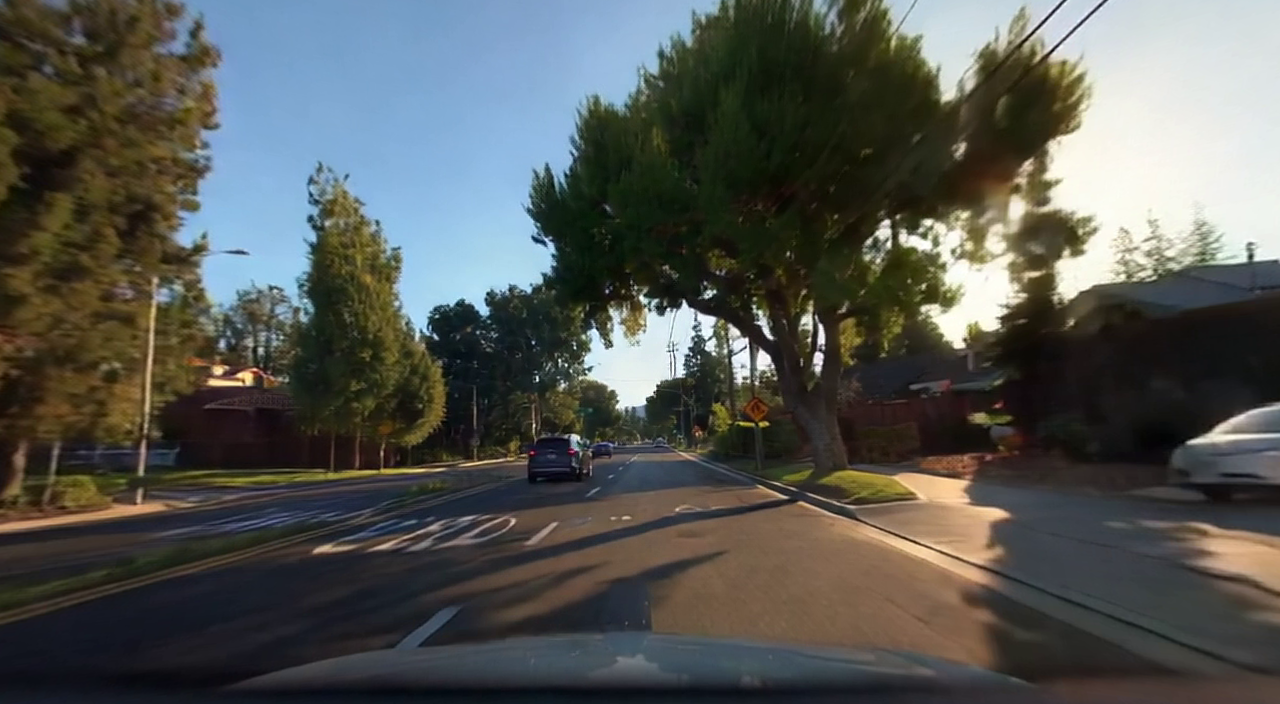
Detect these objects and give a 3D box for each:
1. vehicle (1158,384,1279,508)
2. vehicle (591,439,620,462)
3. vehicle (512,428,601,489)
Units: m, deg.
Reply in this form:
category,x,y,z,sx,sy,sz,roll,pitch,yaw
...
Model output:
category,x,y,z,sx,sy,sz,roll,pitch,yaw
vehicle,9.953,1.264,8.494,4.233,1.501,1.927,0,-8,-2
vehicle,-2.354,6.840,43.853,1.802,1.528,3.490,0,-8,1
vehicle,-2.614,3.461,20.818,2.190,1.766,4.394,0,-8,2
